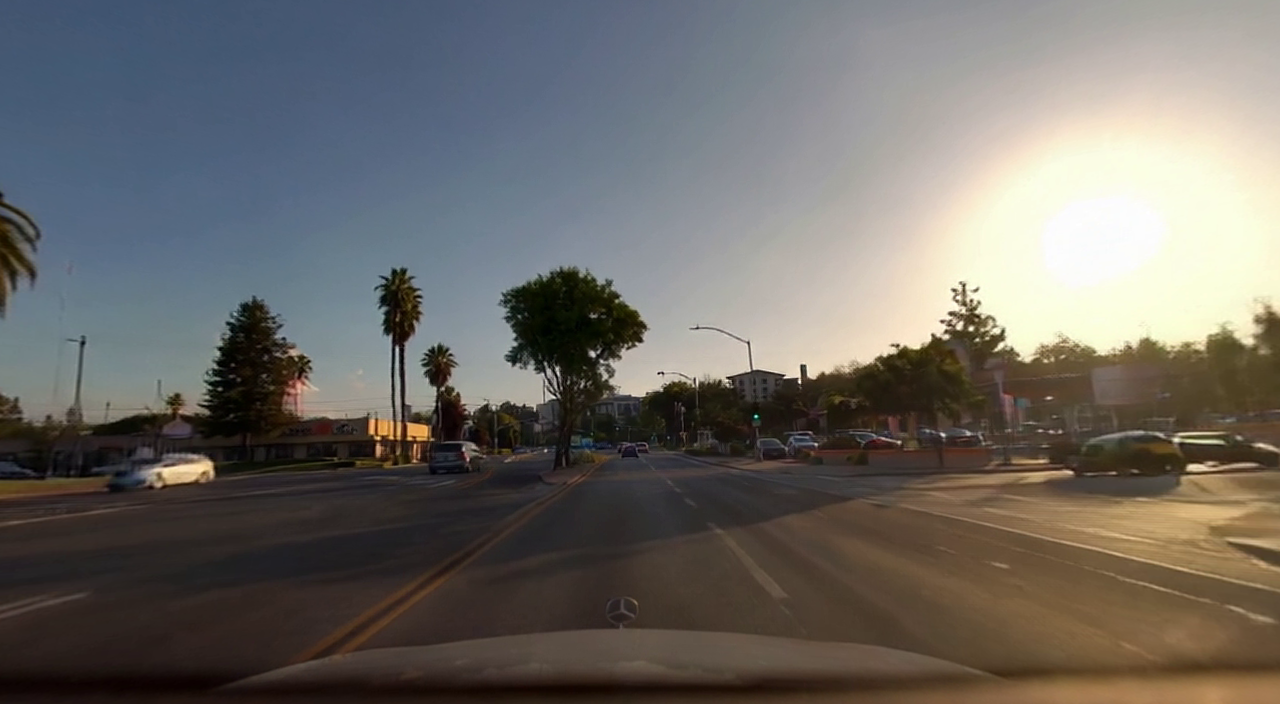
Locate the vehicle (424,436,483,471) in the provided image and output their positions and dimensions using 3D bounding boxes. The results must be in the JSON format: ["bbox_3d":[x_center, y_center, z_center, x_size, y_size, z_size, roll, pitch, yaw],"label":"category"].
[{"bbox_3d":[-10.105,5.547,34.553,2.022,1.746,4.406,0,-9,-2],"label":"vehicle"}]

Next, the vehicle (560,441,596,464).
[{"bbox_3d":[-4.185,6.902,43.356,2.181,1.483,4.123,0,-9,-2],"label":"vehicle"}]

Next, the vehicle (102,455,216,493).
[{"bbox_3d":[-21.766,5.499,28.814,1.852,1.526,4.262,0,-9,-1],"label":"vehicle"}]
